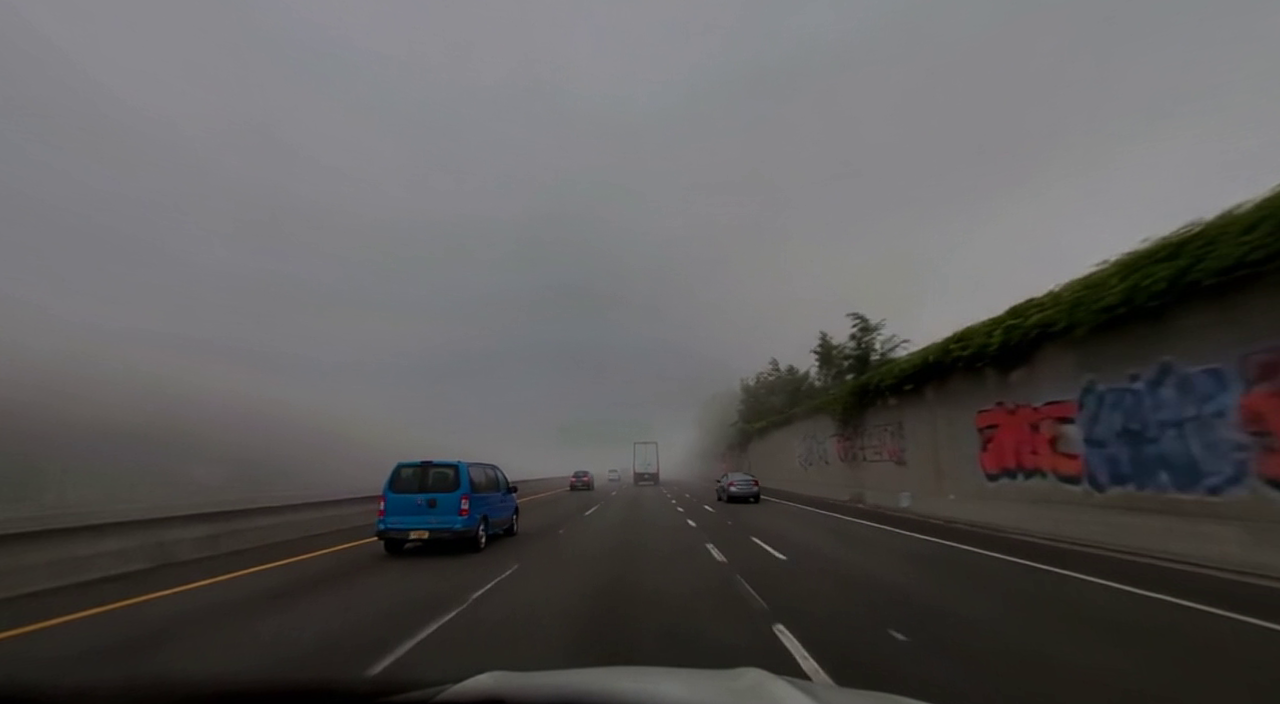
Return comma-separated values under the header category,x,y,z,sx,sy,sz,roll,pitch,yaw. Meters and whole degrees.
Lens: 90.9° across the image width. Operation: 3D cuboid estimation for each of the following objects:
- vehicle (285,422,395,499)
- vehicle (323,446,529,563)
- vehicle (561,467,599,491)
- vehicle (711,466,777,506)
category,x,y,z,sx,sy,sz,roll,pitch,yaw
vehicle,-16.744,6.169,35.736,3.036,3.971,5.894,0,-10,0
vehicle,-3.415,2.566,11.187,2.004,1.610,4.508,0,-10,1
vehicle,-3.891,8.337,41.580,2.054,1.443,4.131,0,-10,0
vehicle,4.146,5.415,25.717,1.917,1.458,4.199,1,-10,-1
